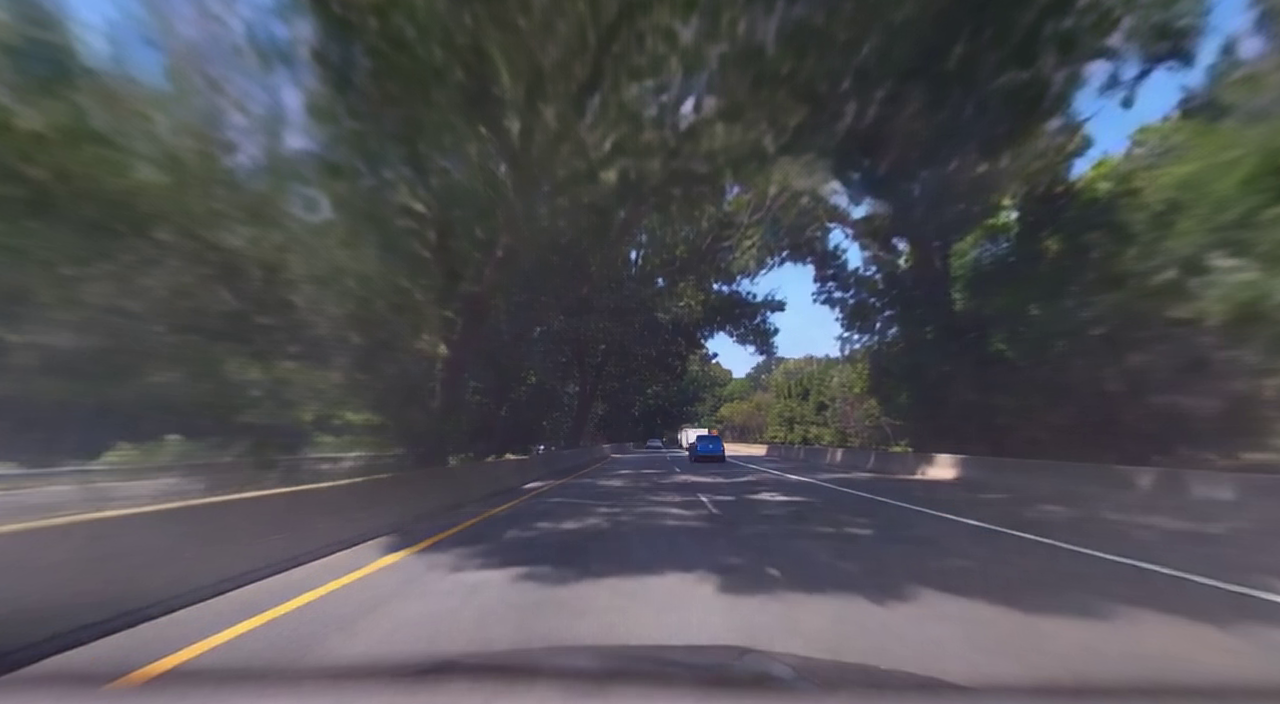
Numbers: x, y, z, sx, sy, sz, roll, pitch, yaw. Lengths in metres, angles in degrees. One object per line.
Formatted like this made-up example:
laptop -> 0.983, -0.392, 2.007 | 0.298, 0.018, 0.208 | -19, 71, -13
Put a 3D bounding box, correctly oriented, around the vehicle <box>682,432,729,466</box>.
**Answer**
vehicle -> 3.411, 5.144, 33.481 | 2.022, 1.663, 4.245 | 0, -8, 0
